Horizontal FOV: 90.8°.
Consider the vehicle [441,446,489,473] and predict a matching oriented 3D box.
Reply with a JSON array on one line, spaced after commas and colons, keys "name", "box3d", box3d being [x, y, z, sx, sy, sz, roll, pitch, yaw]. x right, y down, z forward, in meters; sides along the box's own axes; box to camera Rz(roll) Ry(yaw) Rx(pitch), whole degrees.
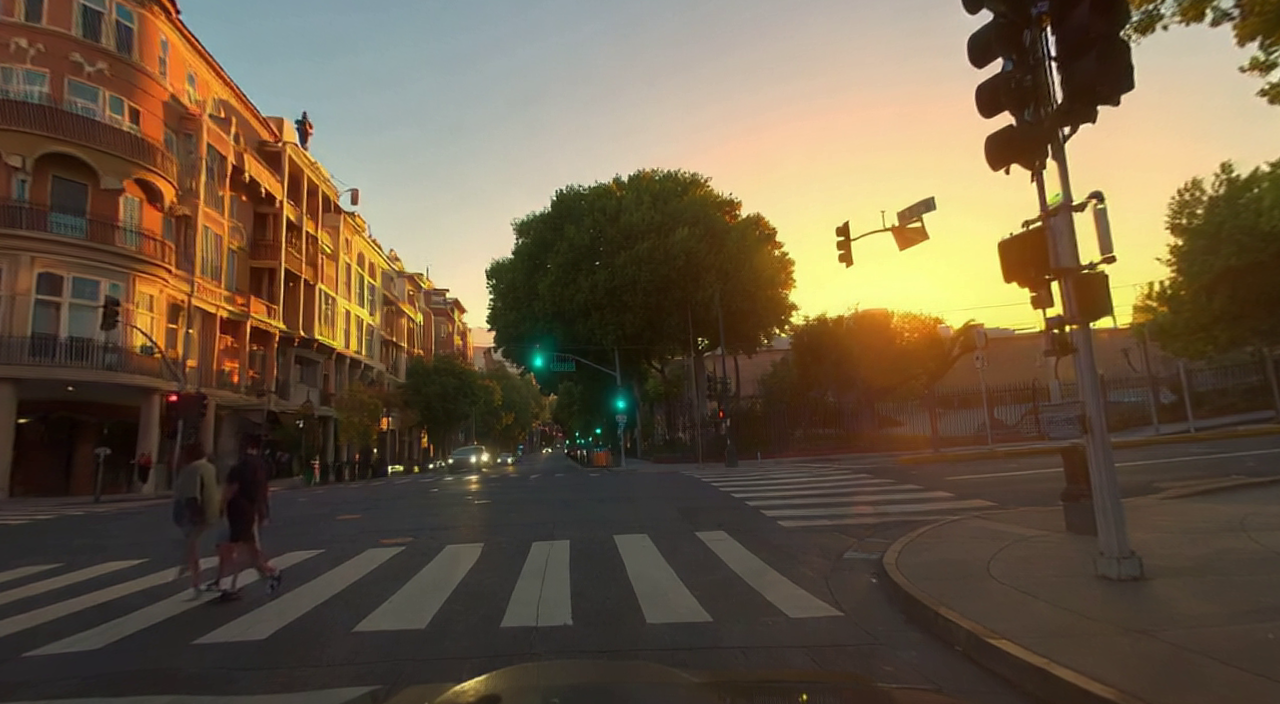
[{"name": "vehicle", "box3d": [-10.462, 6.461, 38.134, 2.196, 1.503, 4.371, 1, -8, -8]}]
